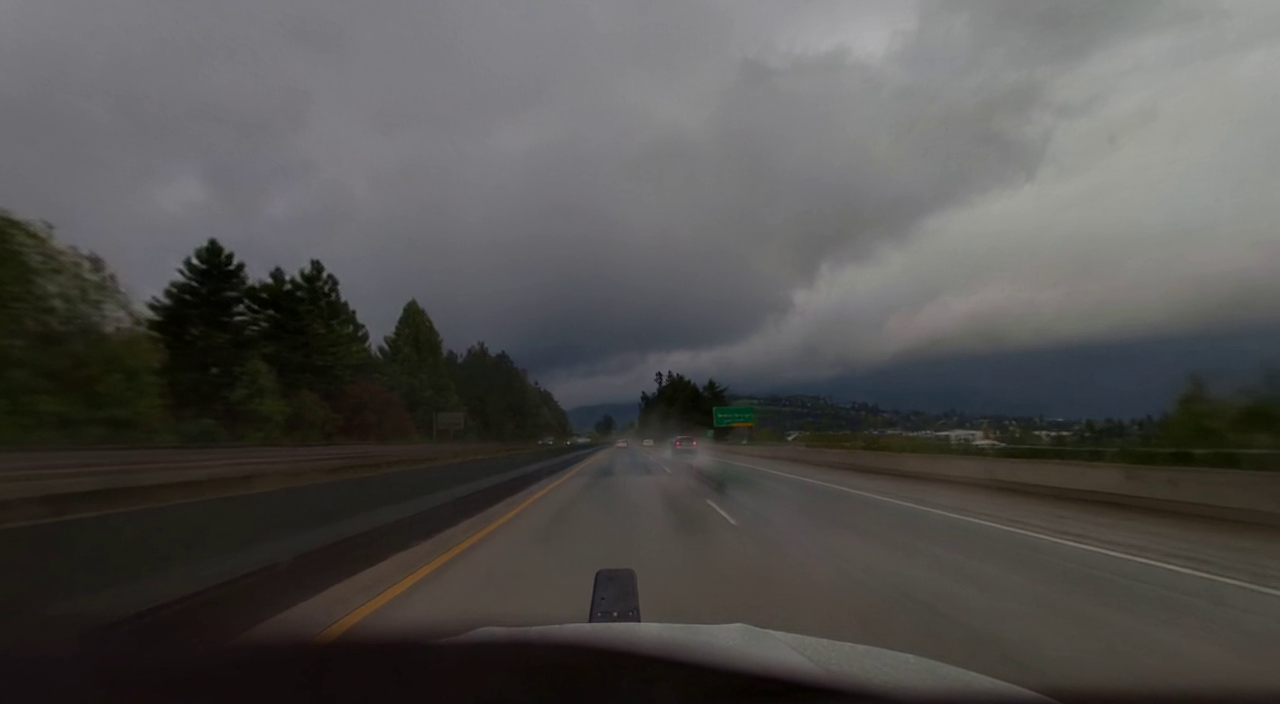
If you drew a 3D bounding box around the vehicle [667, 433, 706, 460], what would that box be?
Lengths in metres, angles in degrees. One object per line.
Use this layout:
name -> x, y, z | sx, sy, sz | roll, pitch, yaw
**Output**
vehicle -> 2.974, 6.172, 41.358 | 2.085, 1.681, 4.436 | 0, -8, -2
